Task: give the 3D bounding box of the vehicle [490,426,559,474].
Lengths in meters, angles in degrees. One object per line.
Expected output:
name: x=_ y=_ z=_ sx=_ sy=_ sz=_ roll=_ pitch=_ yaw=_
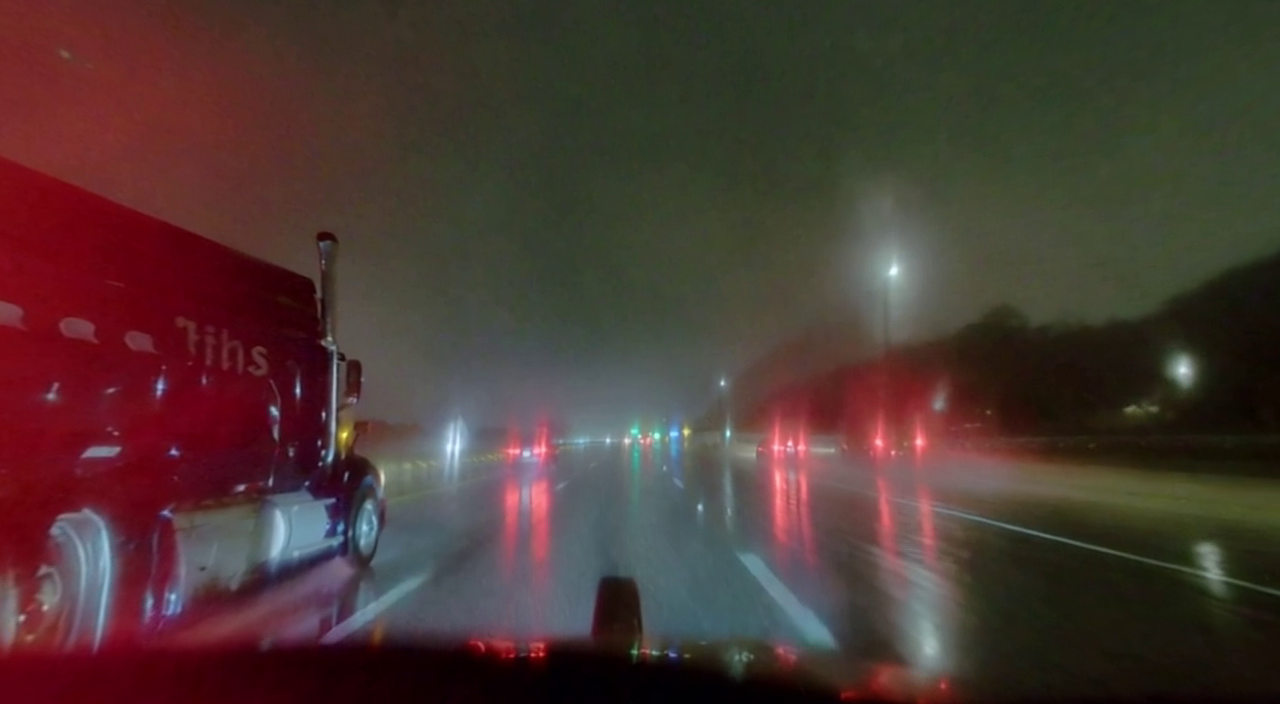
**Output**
vehicle: x=-4.470 y=3.849 z=25.037 sx=2.063 sy=1.661 sz=4.439 roll=2 pitch=-8 yaw=-3
